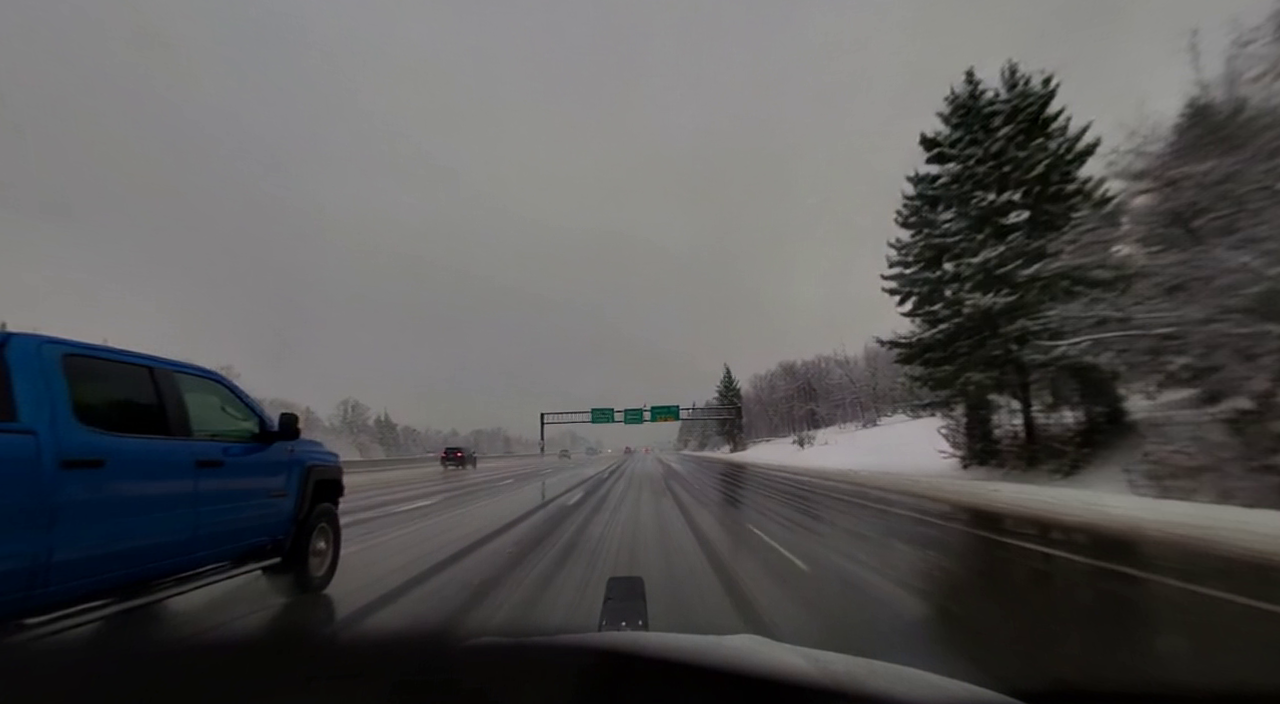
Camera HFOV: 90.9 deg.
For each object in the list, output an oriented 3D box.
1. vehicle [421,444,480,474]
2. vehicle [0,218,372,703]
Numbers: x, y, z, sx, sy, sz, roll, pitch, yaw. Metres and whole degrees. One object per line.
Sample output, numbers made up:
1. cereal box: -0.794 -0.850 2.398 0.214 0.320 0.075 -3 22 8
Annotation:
1. vehicle: -10.892 6.160 36.584 1.957 1.565 4.311 0 -8 1
2. vehicle: -3.644 0.560 2.279 2.601 2.084 6.068 0 -8 1
